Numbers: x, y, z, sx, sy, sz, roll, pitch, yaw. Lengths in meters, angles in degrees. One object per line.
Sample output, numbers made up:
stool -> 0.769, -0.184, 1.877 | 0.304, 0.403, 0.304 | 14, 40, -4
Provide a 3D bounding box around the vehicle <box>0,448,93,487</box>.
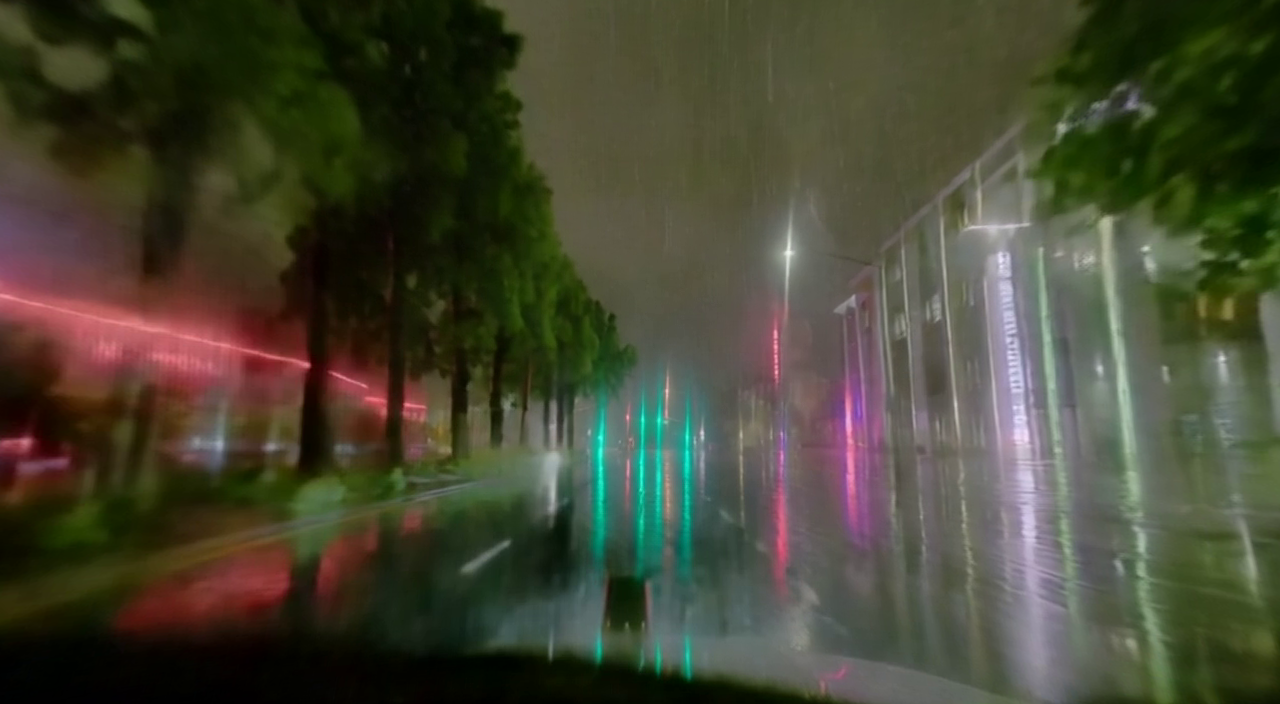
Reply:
vehicle -> -26.295, 4.860, 26.888 | 1.850, 1.477, 4.492 | 0, -8, 0
